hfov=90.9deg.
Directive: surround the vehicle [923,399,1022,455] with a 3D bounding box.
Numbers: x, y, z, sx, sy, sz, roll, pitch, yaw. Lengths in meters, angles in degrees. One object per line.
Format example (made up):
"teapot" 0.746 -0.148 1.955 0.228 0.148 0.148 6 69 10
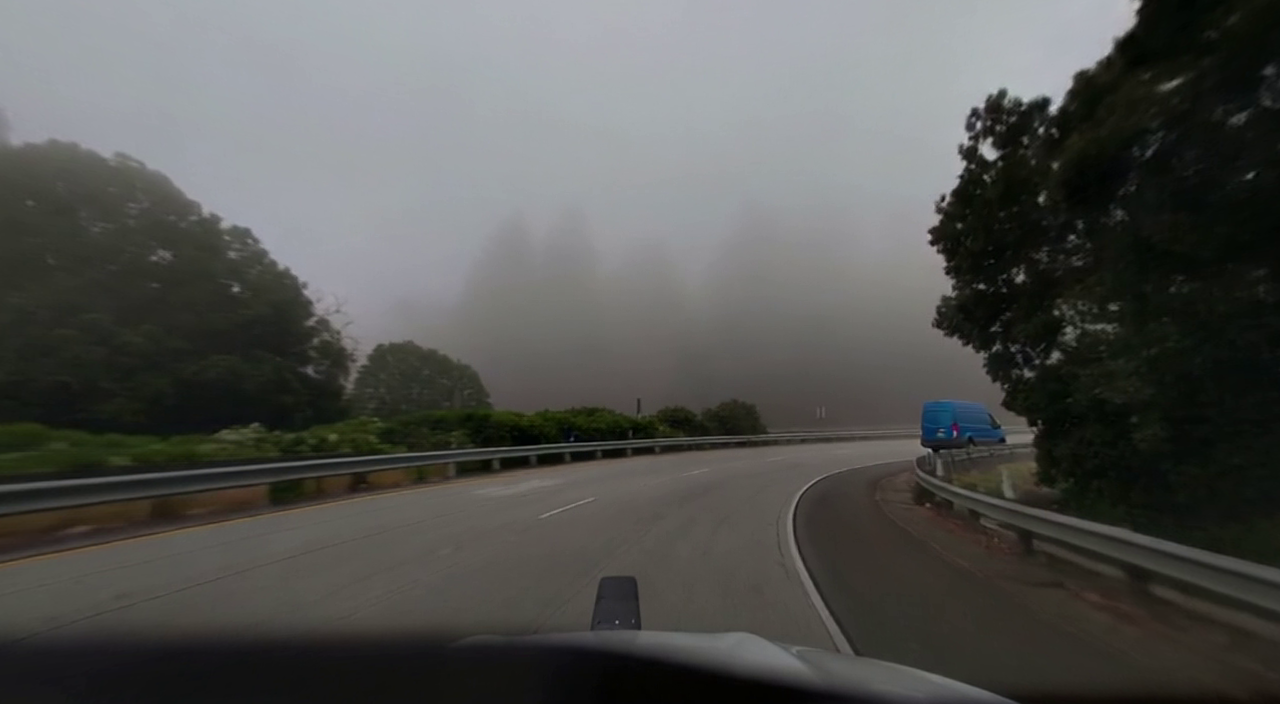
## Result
"vehicle" 16.867 3.835 31.849 5.330 2.577 2.352 7 -10 -39
